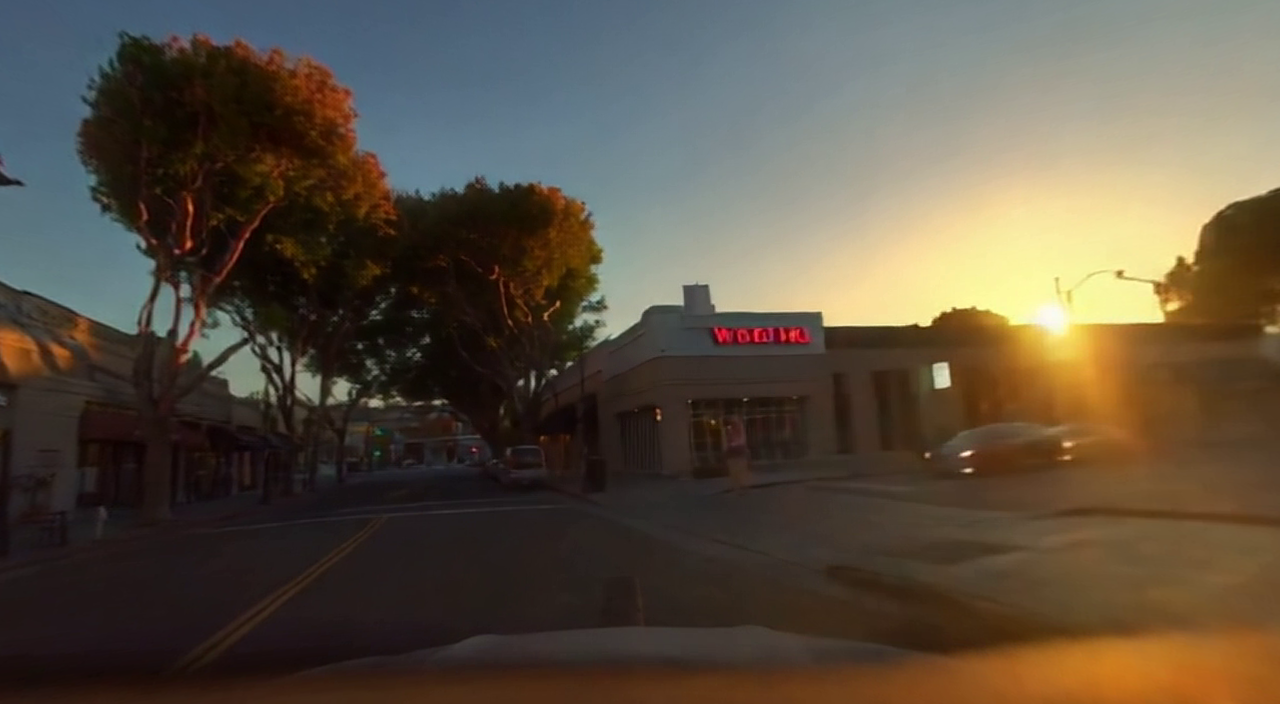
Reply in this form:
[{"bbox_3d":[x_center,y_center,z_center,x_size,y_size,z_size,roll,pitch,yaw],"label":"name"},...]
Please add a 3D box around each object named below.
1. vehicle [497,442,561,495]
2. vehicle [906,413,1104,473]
[{"bbox_3d":[-4.932,5.031,27.512,2.150,2.013,4.748,1,-9,-17],"label":"vehicle"},{"bbox_3d":[11.079,2.889,19.508,1.869,1.618,4.814,6,-12,-40],"label":"vehicle"}]
